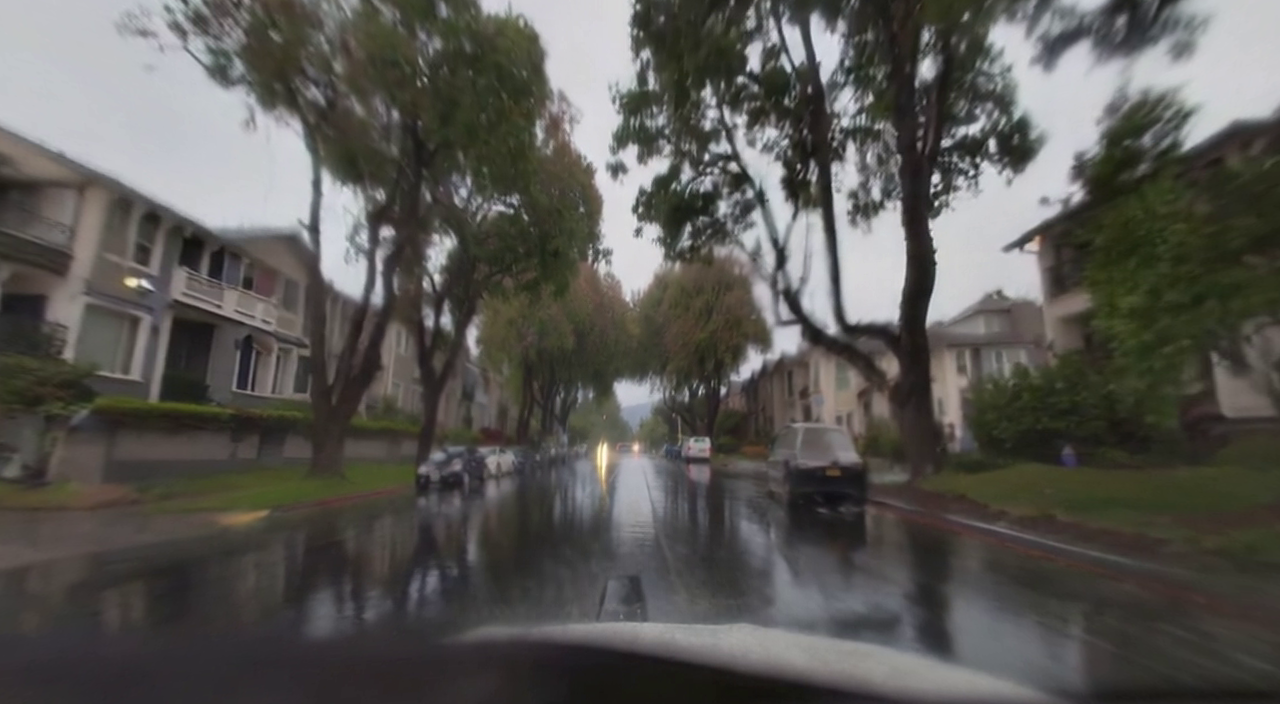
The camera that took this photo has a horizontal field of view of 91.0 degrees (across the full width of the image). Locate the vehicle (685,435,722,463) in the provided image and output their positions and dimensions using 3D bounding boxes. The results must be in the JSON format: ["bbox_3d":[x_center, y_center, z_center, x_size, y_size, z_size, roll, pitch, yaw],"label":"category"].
[{"bbox_3d":[4.708,7.331,47.662,2.216,1.955,4.970,0,-8,-1],"label":"vehicle"}]

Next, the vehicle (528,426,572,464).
[{"bbox_3d":[-6.723,7.137,47.855,2.341,2.674,5.753,-1,-10,1],"label":"vehicle"}]

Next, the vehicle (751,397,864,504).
[{"bbox_3d":[4.142,2.495,15.992,2.158,2.478,2.078,-1,-9,-1],"label":"vehicle"}]

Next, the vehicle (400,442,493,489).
[{"bbox_3d":[-6.913,4.113,23.073,2.003,1.501,4.779,-1,-9,-1],"label":"vehicle"}]
